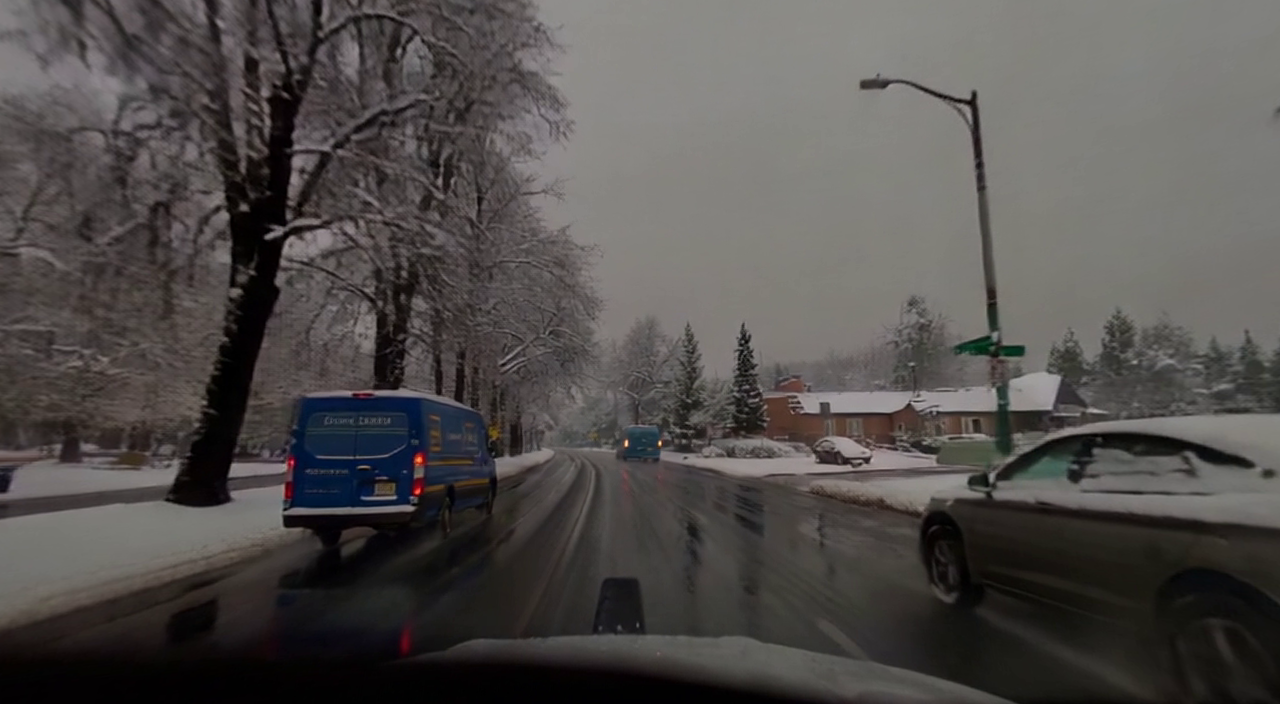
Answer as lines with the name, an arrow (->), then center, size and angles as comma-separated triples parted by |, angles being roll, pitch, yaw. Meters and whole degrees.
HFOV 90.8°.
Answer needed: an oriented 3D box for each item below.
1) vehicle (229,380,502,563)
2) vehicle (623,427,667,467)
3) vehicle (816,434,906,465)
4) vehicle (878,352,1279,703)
vehicle -> -3.863, 1.796, 10.095 | 2.420, 2.227, 4.499 | 0, -9, -2
vehicle -> 0.233, 6.541, 43.429 | 2.397, 2.566, 5.324 | 1, -9, -6
vehicle -> 12.145, 5.363, 34.928 | 4.117, 1.627, 2.086 | 1, -9, -5
vehicle -> 3.426, 1.038, 3.729 | 2.087, 1.658, 4.612 | 0, -9, -2
